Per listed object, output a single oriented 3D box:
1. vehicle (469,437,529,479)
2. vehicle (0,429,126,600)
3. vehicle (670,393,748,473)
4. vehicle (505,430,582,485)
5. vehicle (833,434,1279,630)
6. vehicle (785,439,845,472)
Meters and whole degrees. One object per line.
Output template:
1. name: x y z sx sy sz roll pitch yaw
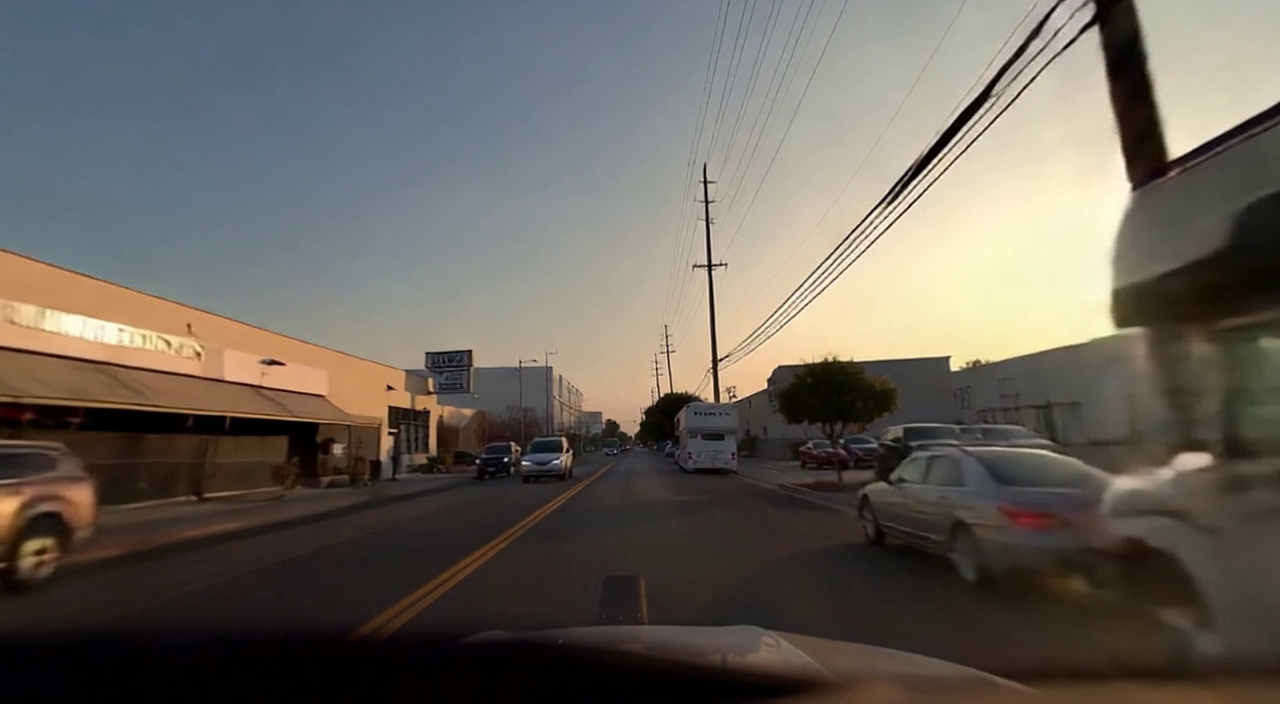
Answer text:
1. vehicle: -8.093 6.147 36.793 2.177 2.075 5.427 -4 -9 0
2. vehicle: -7.879 1.645 6.053 2.001 1.830 4.735 0 -8 -2
3. vehicle: 3.716 4.857 36.289 3.029 3.860 7.726 -4 -11 -3
4. vehicle: -3.761 4.232 25.554 2.307 1.998 4.734 0 -8 1
5. vehicle: 3.910 1.707 7.119 1.970 1.476 4.405 0 -8 -1
6. vehicle: 9.418 5.591 34.429 2.039 1.662 4.304 0 -8 0
